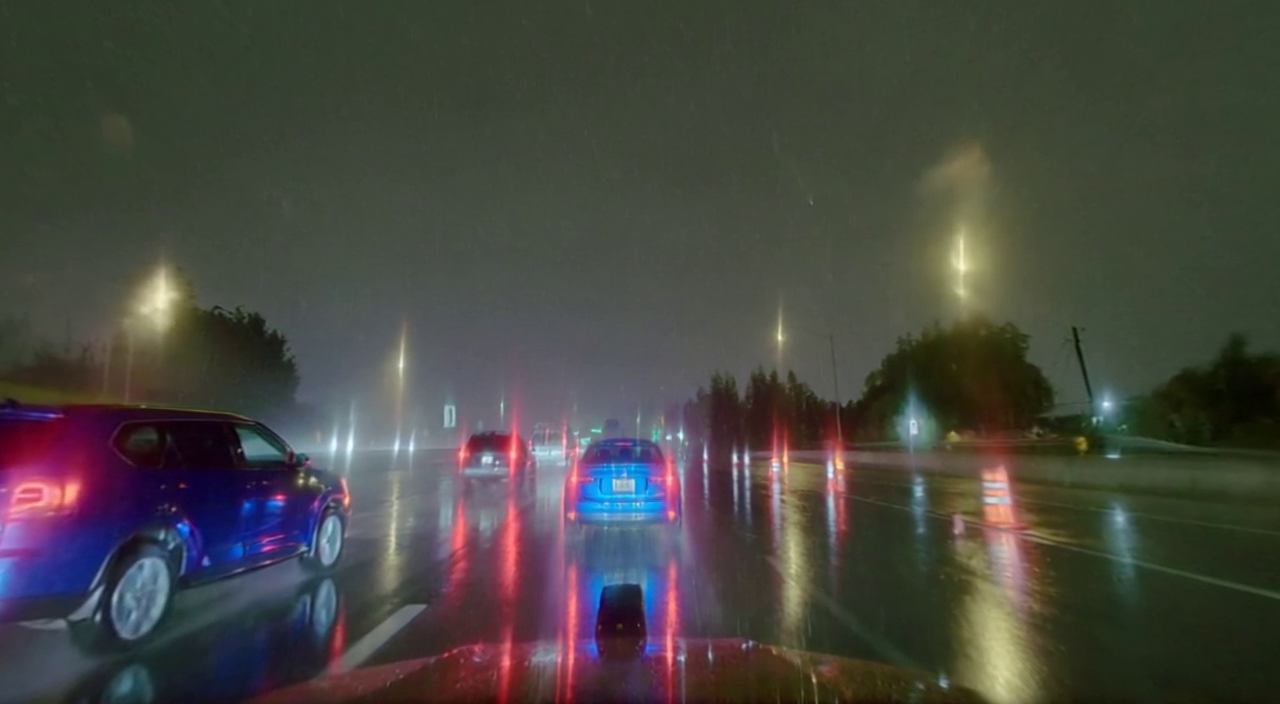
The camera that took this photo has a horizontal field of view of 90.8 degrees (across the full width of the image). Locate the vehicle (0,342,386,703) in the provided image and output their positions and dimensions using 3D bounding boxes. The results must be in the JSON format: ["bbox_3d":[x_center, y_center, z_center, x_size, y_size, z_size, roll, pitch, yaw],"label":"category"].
[{"bbox_3d":[-3.667,1.103,4.563,2.025,1.708,4.089,0,-9,-2],"label":"vehicle"}]

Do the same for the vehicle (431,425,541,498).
[{"bbox_3d":[-3.975,2.904,17.091,1.982,1.727,4.057,0,-9,-1],"label":"vehicle"}]

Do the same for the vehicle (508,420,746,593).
[{"bbox_3d":[-0.194,1.648,7.575,2.069,1.484,3.982,0,-9,-2],"label":"vehicle"}]
